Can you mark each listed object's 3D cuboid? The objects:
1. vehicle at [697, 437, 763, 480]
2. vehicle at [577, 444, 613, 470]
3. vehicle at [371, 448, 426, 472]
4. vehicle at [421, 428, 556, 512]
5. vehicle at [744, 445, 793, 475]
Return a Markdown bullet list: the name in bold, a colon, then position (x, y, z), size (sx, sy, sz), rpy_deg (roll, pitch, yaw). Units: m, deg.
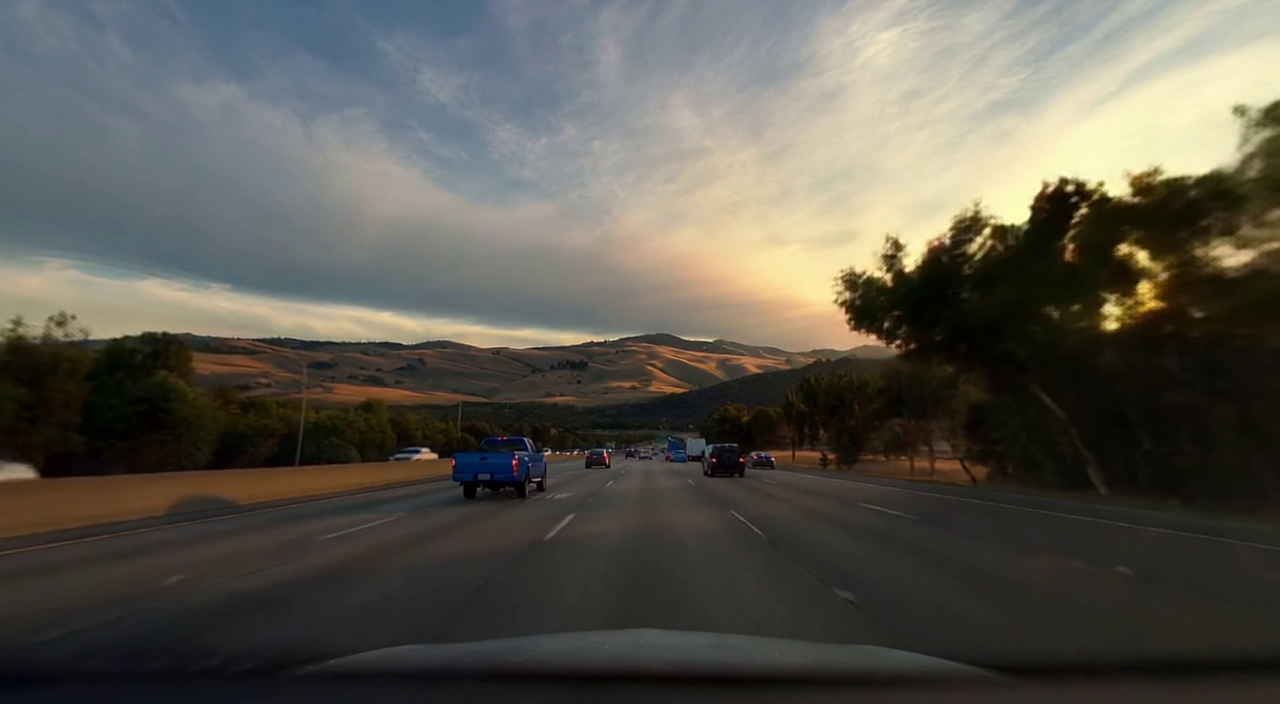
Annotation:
- **vehicle**: position (4.401, 5.337, 31.959), size (2.424, 1.952, 5.611), rpy_deg (0, -8, -1)
- **vehicle**: position (-3.247, 7.725, 46.441), size (2.235, 1.785, 4.386), rpy_deg (-1, -8, 1)
- **vehicle**: position (-16.926, 7.577, 44.443), size (1.963, 1.590, 4.486), rpy_deg (-1, -8, 1)
- **vehicle**: position (-3.736, 3.023, 16.768), size (2.227, 1.853, 5.161), rpy_deg (-1, -8, 1)
- **vehicle**: position (8.013, 6.772, 39.752), size (2.104, 1.724, 4.701), rpy_deg (0, -8, 0)
